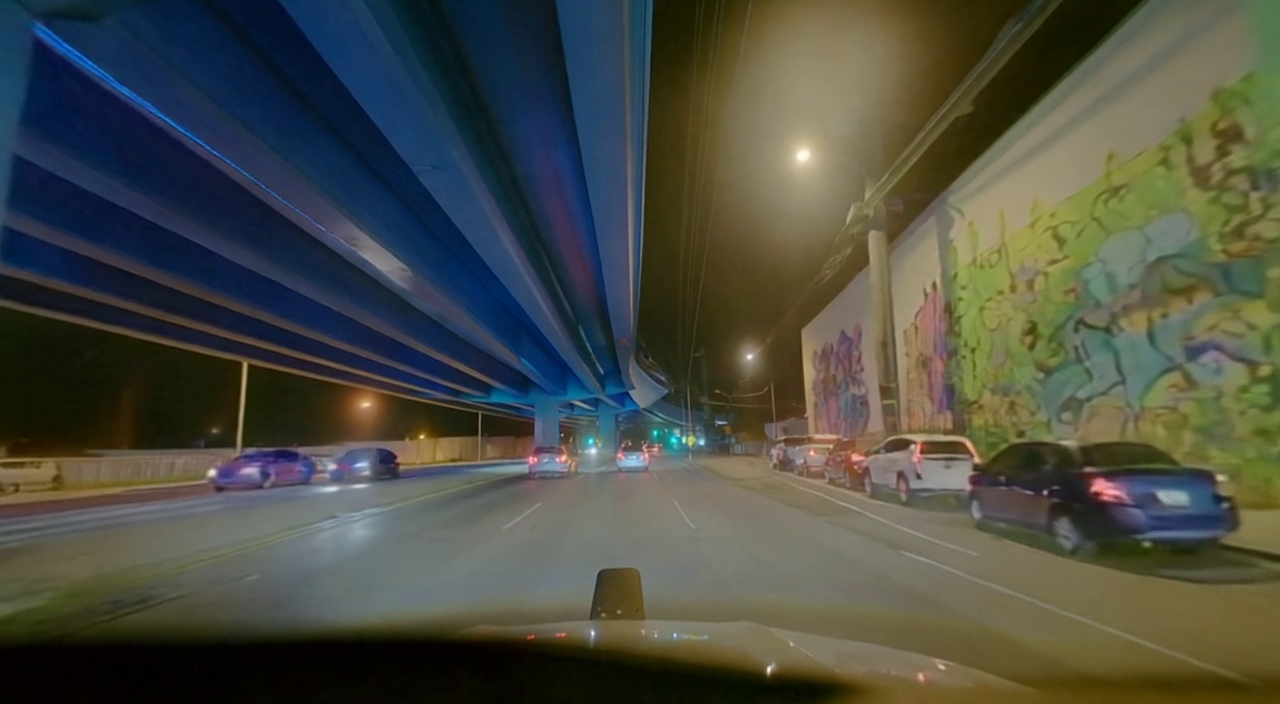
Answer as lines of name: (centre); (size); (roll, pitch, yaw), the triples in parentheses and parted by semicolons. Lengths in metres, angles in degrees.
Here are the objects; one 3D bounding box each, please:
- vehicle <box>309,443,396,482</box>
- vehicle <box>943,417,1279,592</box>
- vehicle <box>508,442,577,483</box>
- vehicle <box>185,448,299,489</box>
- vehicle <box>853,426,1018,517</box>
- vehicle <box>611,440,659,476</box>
vehicle: (-14.012, 5.390, 31.152); (2.069, 1.728, 4.567); (0, -9, 1)
vehicle: (5.818, 1.741, 7.982); (2.023, 1.627, 3.971); (-1, -9, 1)
vehicle: (-3.947, 4.570, 26.399); (2.024, 1.533, 4.549); (-1, -9, 2)
vehicle: (-17.538, 5.119, 28.139); (2.056, 1.643, 4.362); (-1, -9, 3)
vehicle: (6.455, 2.642, 14.376); (1.940, 1.738, 3.956); (0, -9, 2)
vehicle: (-0.228, 5.031, 30.228); (2.155, 1.571, 3.734); (0, -9, 0)
